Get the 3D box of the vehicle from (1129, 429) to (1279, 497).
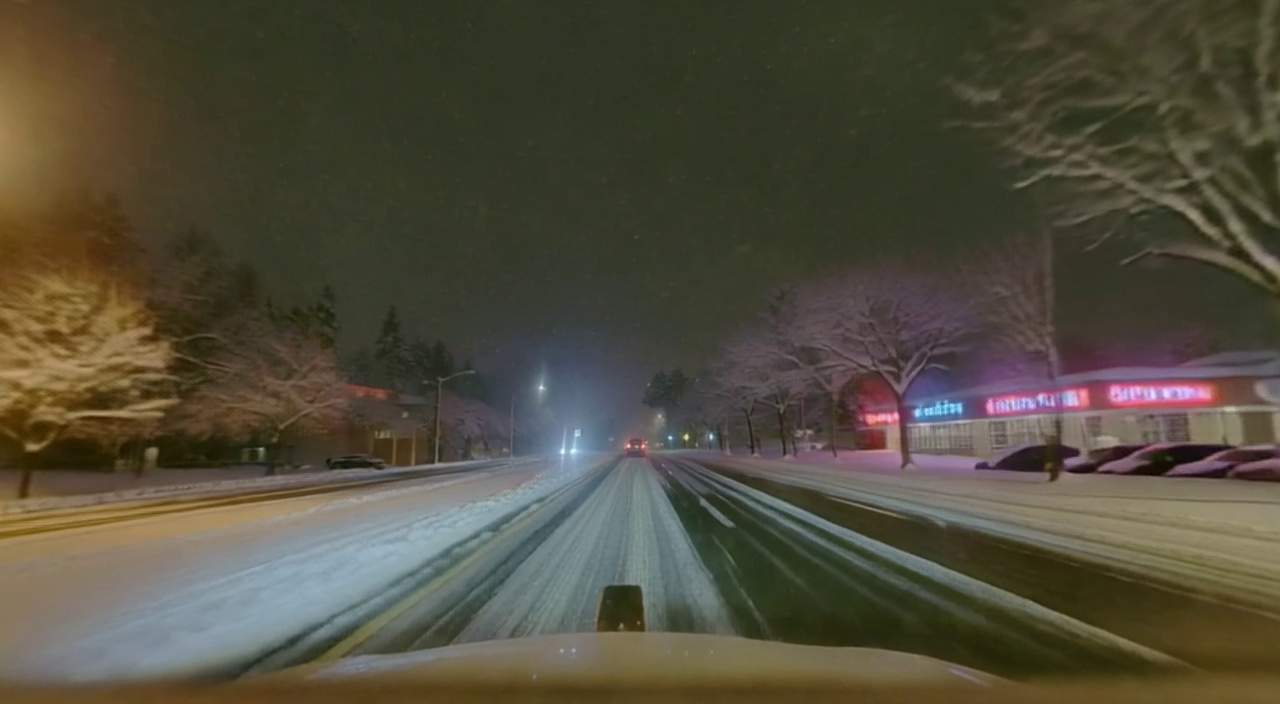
[{"bbox_3d":[18.414,3.404,19.450,4.904,1.924,2.095,1,-9,-1],"label":"vehicle"}]
